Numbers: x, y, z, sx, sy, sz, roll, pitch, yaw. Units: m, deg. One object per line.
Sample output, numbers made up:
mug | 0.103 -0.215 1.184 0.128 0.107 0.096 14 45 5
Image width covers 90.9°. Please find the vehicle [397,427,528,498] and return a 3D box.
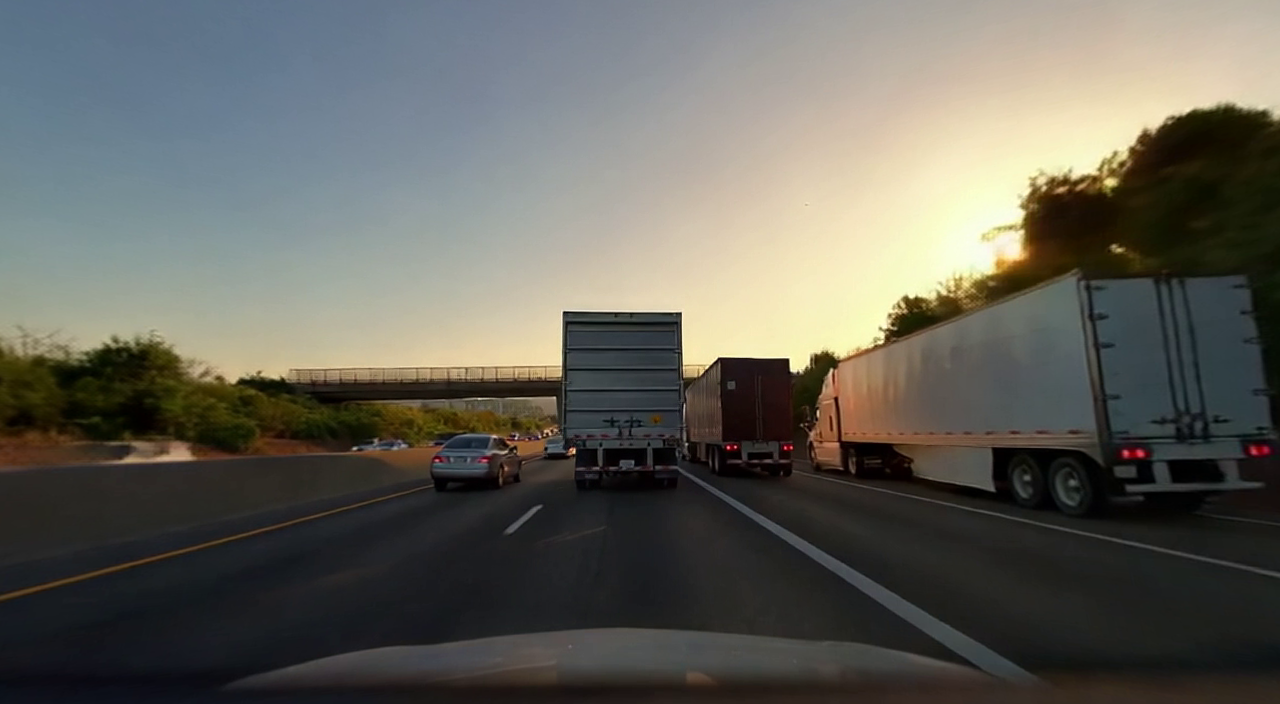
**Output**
vehicle | -4.095 2.595 15.243 2.049 1.483 3.786 0 -8 0

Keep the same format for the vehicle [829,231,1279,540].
vehicle | 8.110 1.255 14.878 3.000 4.114 13.063 0 -8 -1

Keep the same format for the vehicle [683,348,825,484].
vehicle | 3.644 2.583 23.762 2.817 3.886 11.491 0 -8 -2

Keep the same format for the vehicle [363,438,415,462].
vehicle | -16.201 6.330 40.892 1.684 1.451 4.061 0 -8 0

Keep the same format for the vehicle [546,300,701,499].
vehicle | -0.508 1.647 18.183 3.090 4.065 10.702 0 -8 -2

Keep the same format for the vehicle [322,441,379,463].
vehicle | -20.895 7.191 45.690 1.884 1.460 4.801 0 -8 -1
